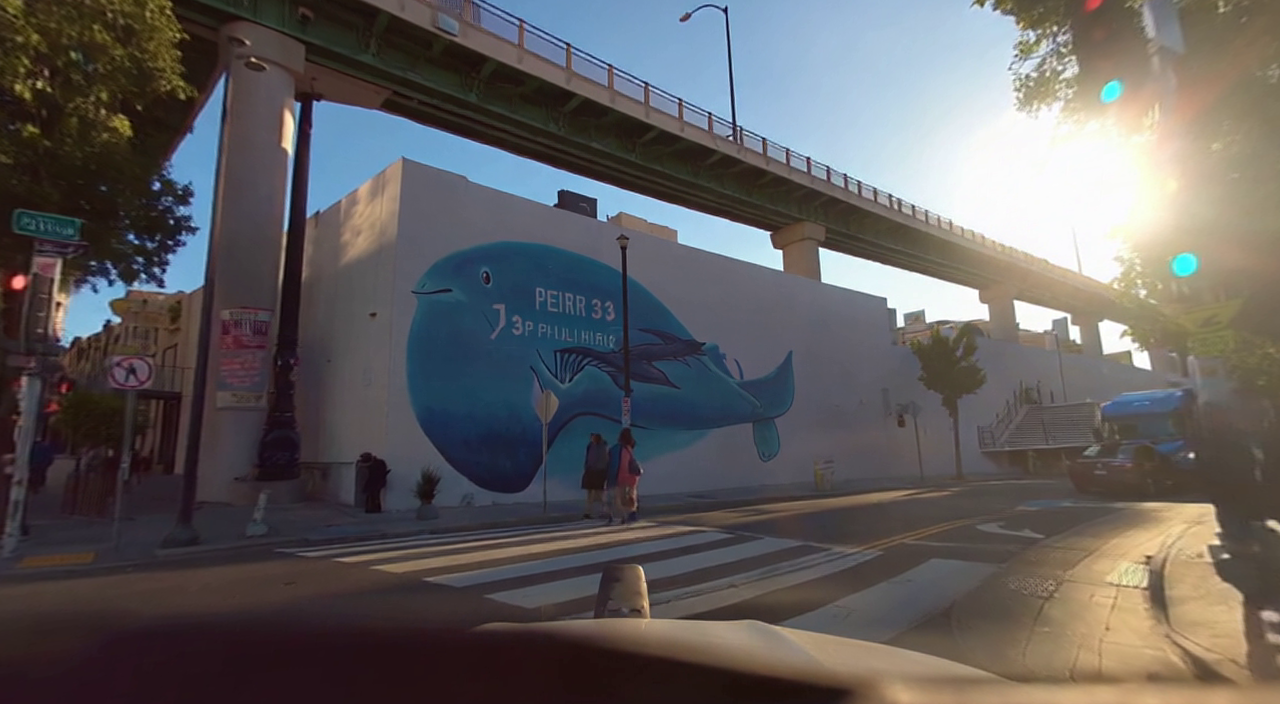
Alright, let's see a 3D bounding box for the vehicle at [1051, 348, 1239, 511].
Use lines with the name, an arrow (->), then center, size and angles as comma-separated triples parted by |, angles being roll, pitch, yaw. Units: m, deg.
vehicle -> 15.796, 2.432, 19.279 | 9.347, 3.893, 2.849 | 7, -11, -43
